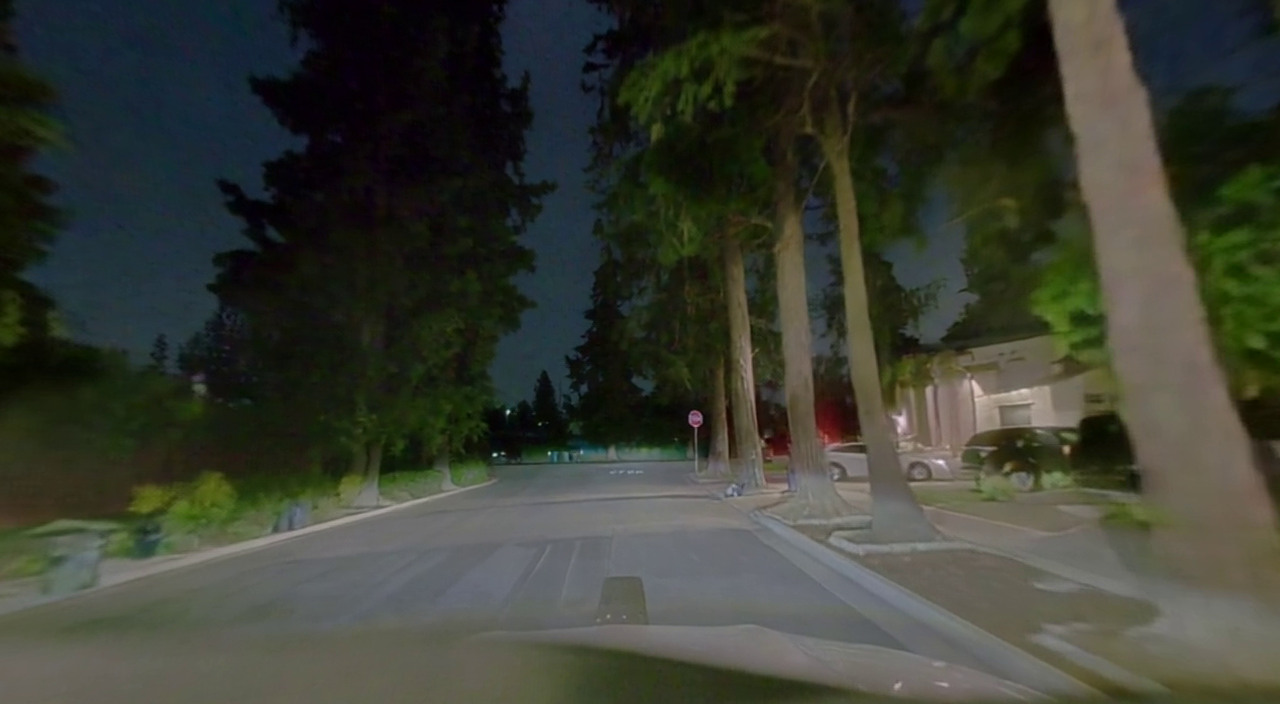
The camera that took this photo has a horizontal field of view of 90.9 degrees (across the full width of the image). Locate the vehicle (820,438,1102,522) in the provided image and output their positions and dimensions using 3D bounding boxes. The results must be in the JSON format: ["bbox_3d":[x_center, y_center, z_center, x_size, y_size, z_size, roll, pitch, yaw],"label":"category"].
[{"bbox_3d":[5.767,2.335,11.760,4.229,1.402,1.811,0,-8,1],"label":"vehicle"}]

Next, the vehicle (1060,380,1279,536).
[{"bbox_3d":[9.431,1.469,9.029,5.239,1.933,2.131,0,-8,-1],"label":"vehicle"}]
